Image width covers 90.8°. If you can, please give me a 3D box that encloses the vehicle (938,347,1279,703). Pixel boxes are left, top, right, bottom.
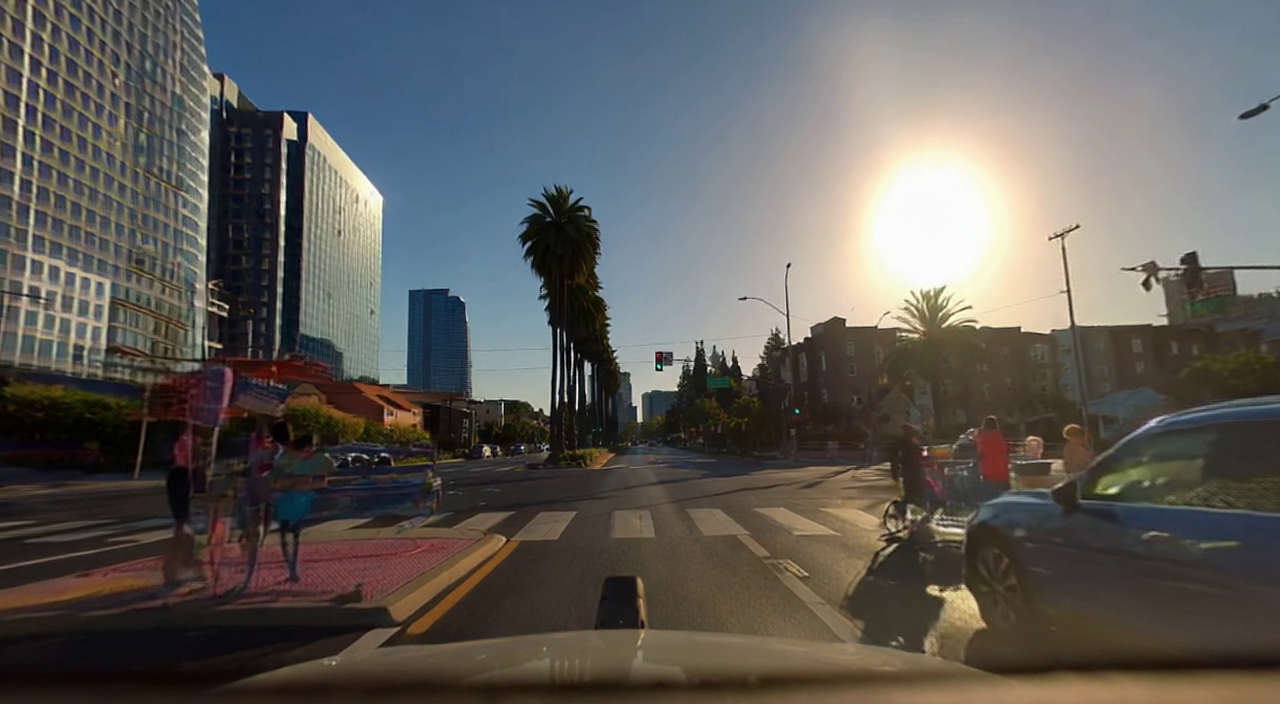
[{"bbox_3d":[3.343,0.861,2.676,2.060,1.631,4.169,0,-8,-1],"label":"vehicle"}]
